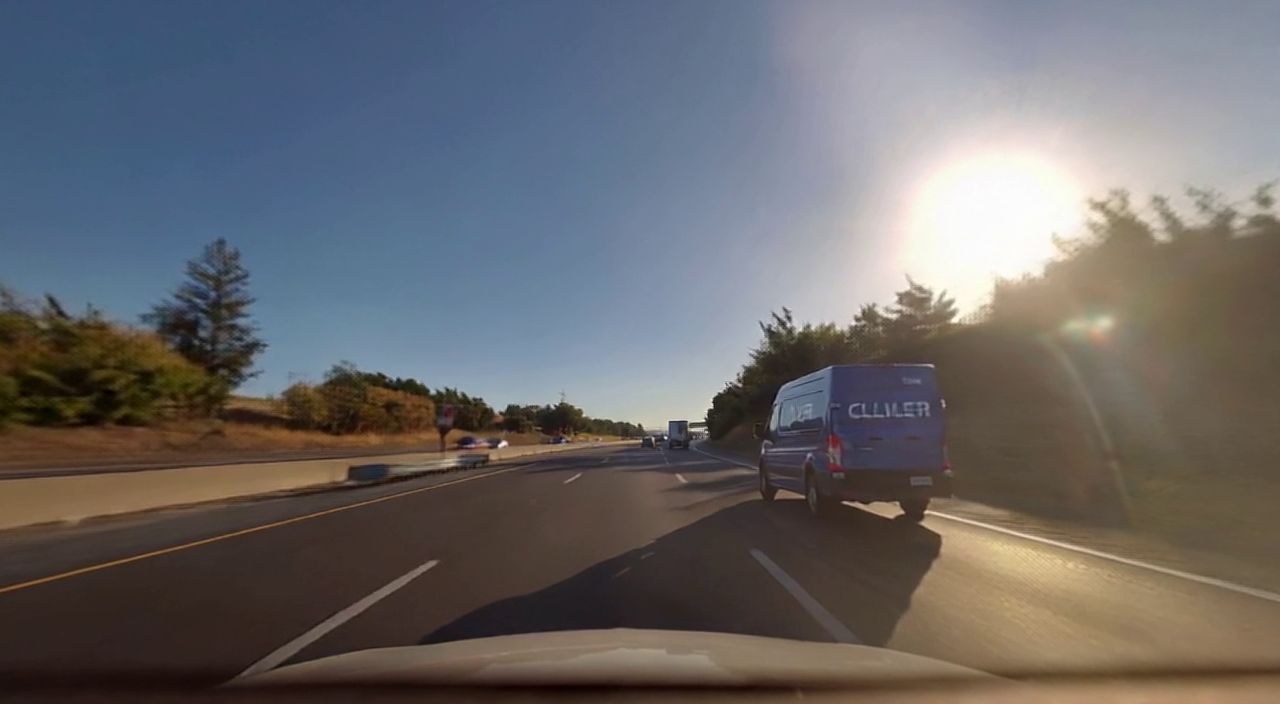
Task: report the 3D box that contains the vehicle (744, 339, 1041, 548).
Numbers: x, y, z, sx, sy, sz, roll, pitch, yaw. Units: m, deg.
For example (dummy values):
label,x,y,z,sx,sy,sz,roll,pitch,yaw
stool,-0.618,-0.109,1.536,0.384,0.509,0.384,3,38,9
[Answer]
label,x,y,z,sx,sy,sz,roll,pitch,yaw
vehicle,3.571,1.499,10.589,2.485,2.562,5.535,0,-8,-2
